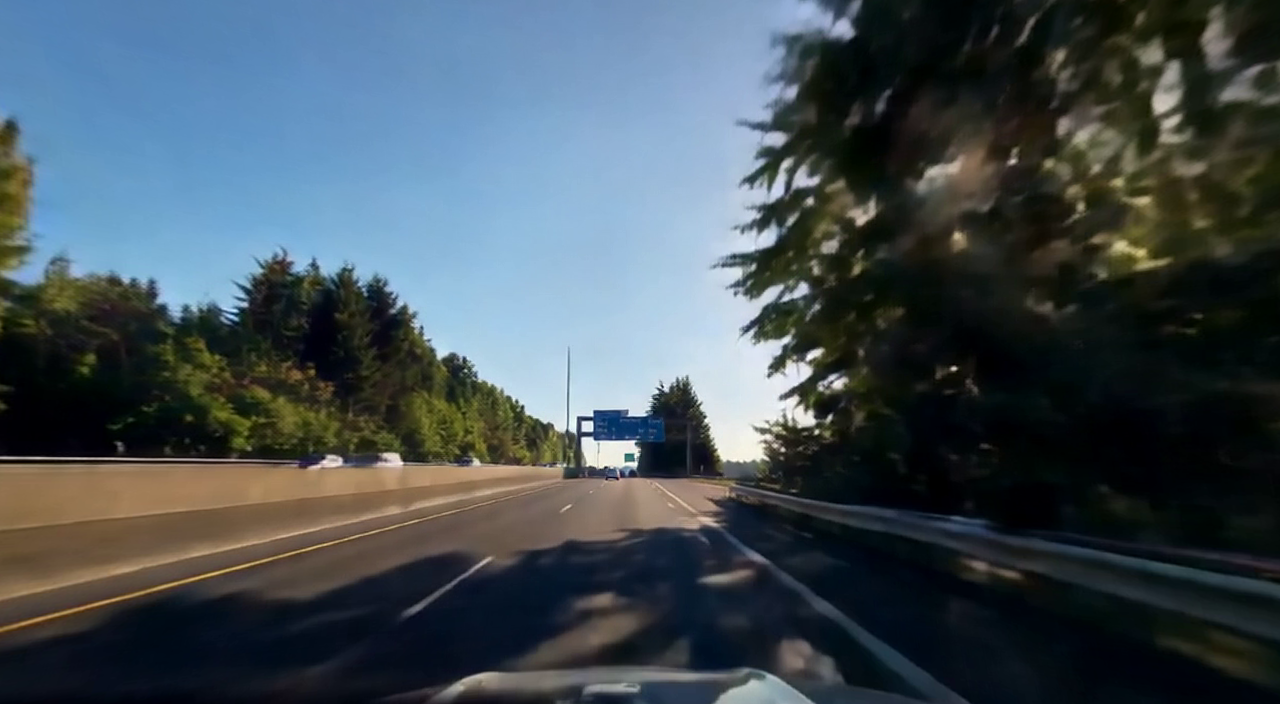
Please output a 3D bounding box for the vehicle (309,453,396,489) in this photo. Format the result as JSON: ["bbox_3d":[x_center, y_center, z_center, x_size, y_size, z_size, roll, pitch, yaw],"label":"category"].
[{"bbox_3d":[-12.876,5.370,28.527,1.815,1.452,4.391,1,-11,0],"label":"vehicle"}]
